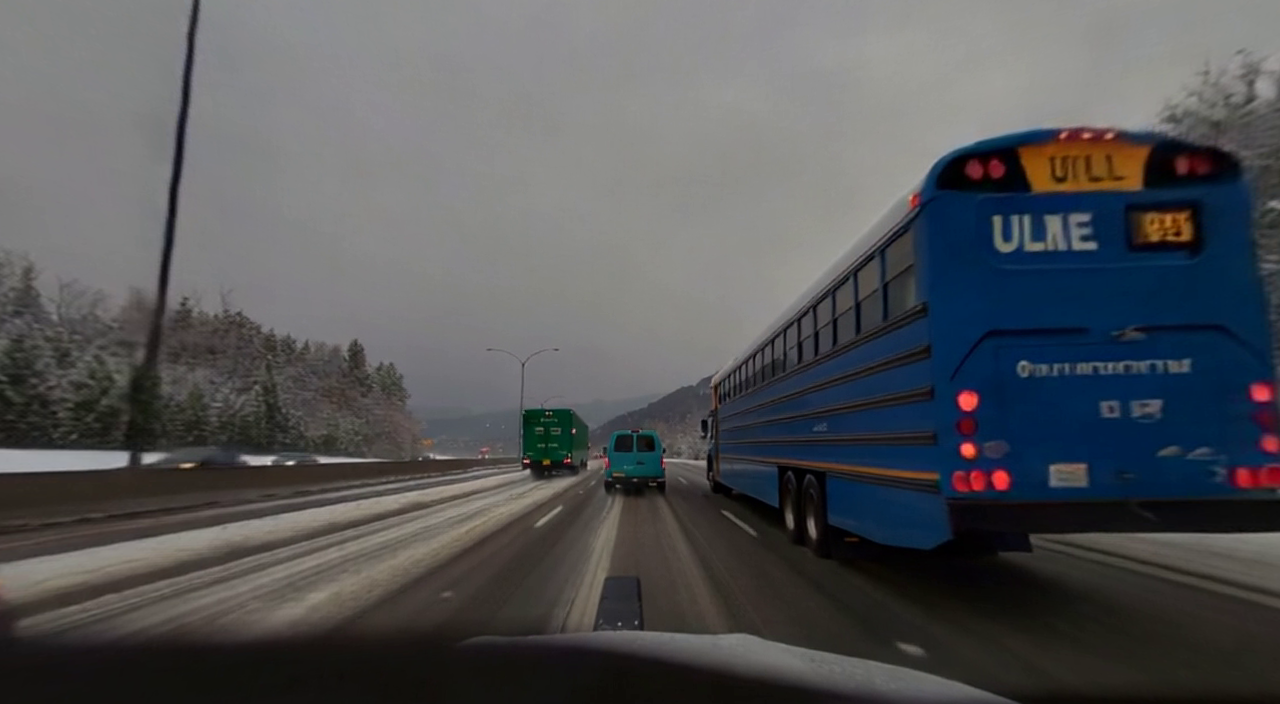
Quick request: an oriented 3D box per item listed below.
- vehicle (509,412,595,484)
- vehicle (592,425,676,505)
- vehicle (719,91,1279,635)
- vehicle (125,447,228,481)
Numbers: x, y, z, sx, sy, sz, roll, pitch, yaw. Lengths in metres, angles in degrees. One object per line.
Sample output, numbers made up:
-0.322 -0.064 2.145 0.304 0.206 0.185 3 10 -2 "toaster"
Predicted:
-3.974 4.638 30.463 2.947 3.009 7.991 0 -9 0 "vehicle"
-0.224 3.098 17.595 2.037 1.929 4.343 0 -9 -2 "vehicle"
3.855 0.975 11.274 3.006 4.101 13.245 0 -9 -1 "vehicle"
-24.869 5.990 34.122 1.997 1.686 4.767 0 -9 -1 "vehicle"
